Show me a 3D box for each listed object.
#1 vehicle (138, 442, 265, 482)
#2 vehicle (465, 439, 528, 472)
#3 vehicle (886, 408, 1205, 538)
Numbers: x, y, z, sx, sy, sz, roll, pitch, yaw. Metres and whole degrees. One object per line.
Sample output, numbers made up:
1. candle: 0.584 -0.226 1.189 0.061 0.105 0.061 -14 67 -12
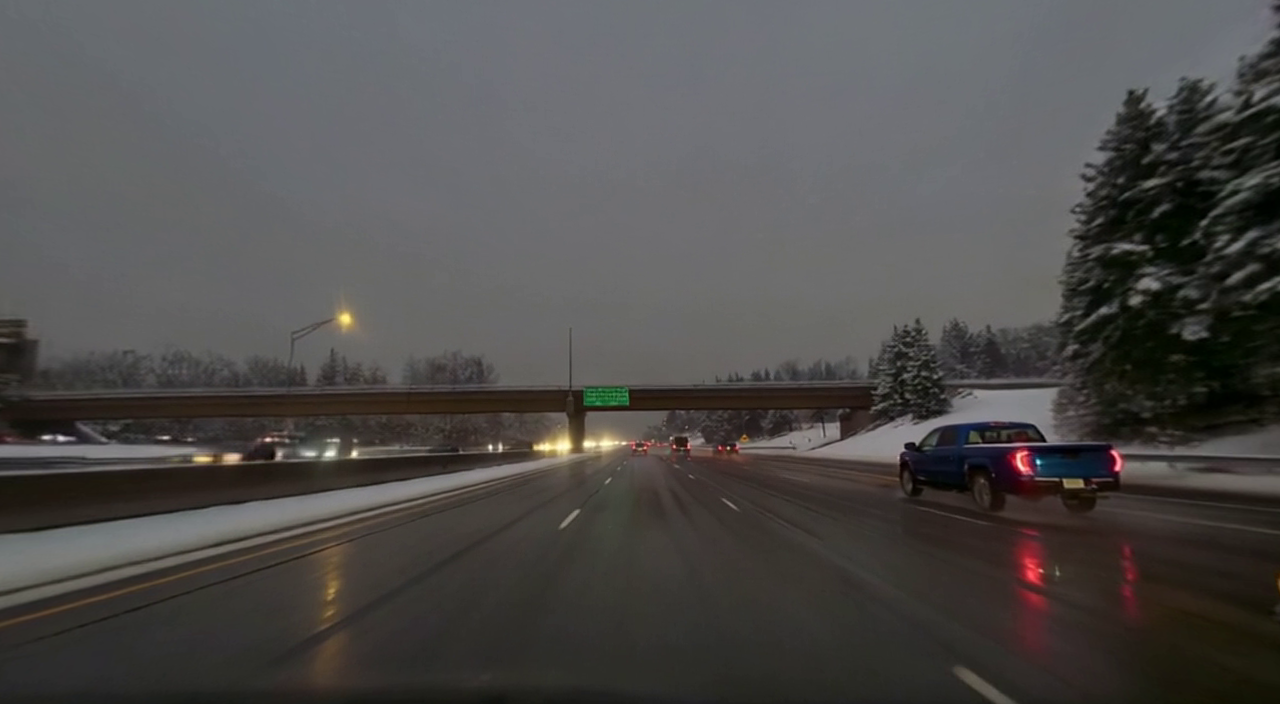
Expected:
1. vehicle: -17.851 4.480 26.017 1.928 1.482 4.576 0 -8 0
2. vehicle: -7.491 5.434 33.480 2.142 1.609 4.783 0 -8 1
3. vehicle: 7.000 2.168 12.082 2.182 1.852 5.926 0 -8 0
